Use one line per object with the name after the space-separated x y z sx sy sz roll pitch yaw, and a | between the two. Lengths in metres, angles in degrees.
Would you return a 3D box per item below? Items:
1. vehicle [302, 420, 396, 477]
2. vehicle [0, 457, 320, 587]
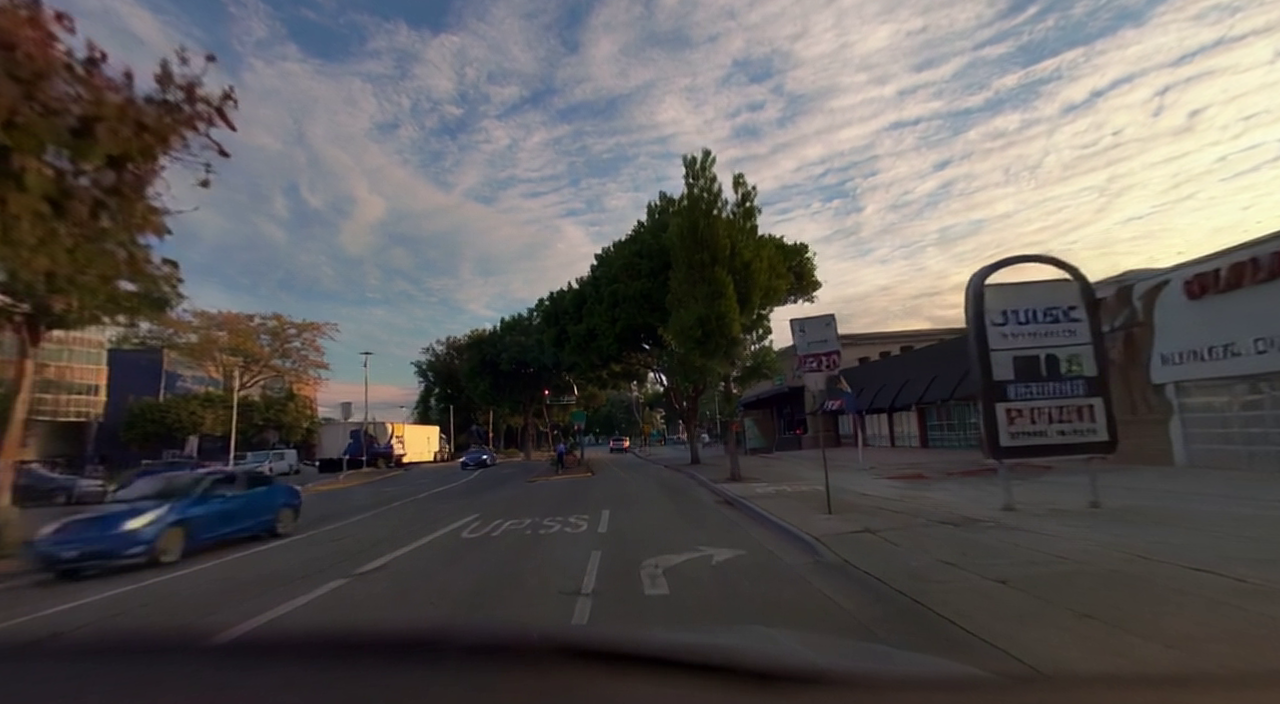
-21.789 7.276 47.693 3.045 3.961 6.104 -3 -9 15 | vehicle
-7.265 2.517 10.233 1.899 1.517 4.384 0 -8 -1 | vehicle
